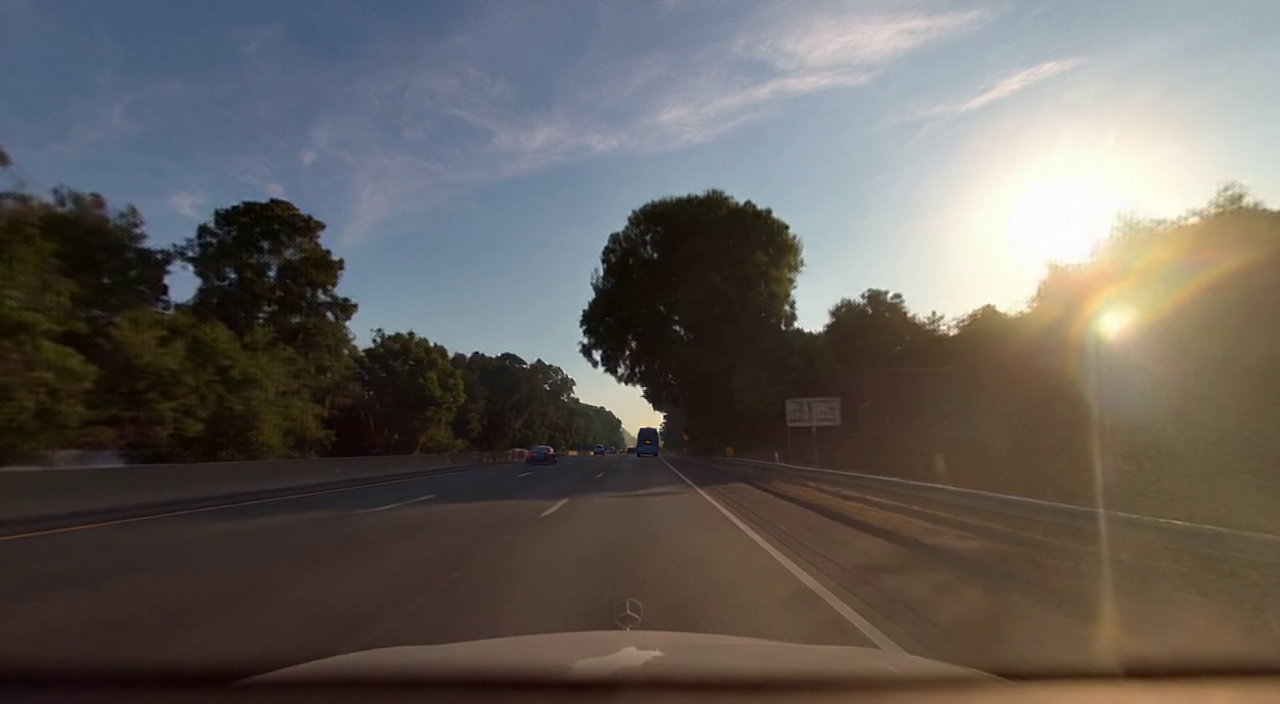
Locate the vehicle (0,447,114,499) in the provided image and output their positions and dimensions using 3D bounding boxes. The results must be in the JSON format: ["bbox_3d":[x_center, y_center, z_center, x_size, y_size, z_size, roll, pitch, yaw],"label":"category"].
[{"bbox_3d":[-20.769,4.042,21.528,1.866,1.579,4.309,0,-8,1],"label":"vehicle"}]

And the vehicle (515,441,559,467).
[{"bbox_3d":[-6.898,6.879,42.699,2.080,1.674,4.660,0,-8,1],"label":"vehicle"}]
